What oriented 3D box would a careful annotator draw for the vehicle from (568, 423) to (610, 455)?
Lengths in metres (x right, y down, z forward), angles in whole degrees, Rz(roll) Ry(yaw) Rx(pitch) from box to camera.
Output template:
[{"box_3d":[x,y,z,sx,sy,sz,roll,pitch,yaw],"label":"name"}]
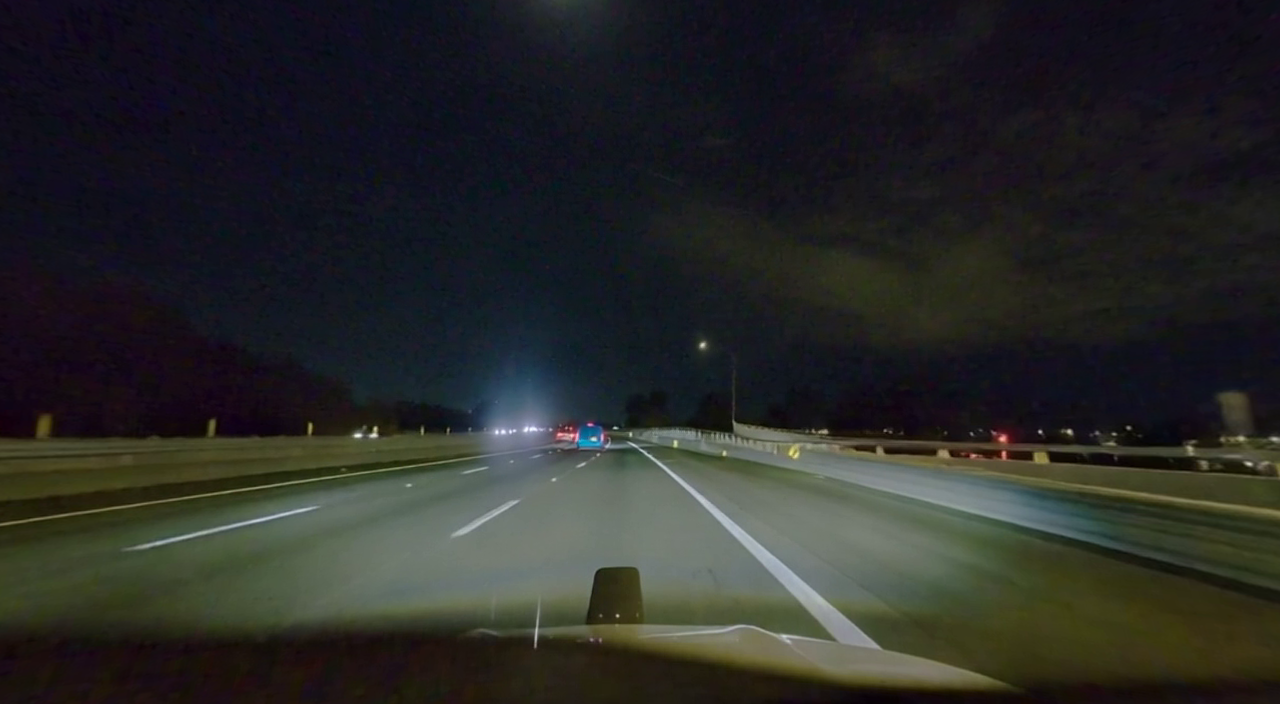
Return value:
[{"box_3d":[-3.413,5.945,43.187,2.309,2.053,4.884,0,-8,2],"label":"vehicle"}]
